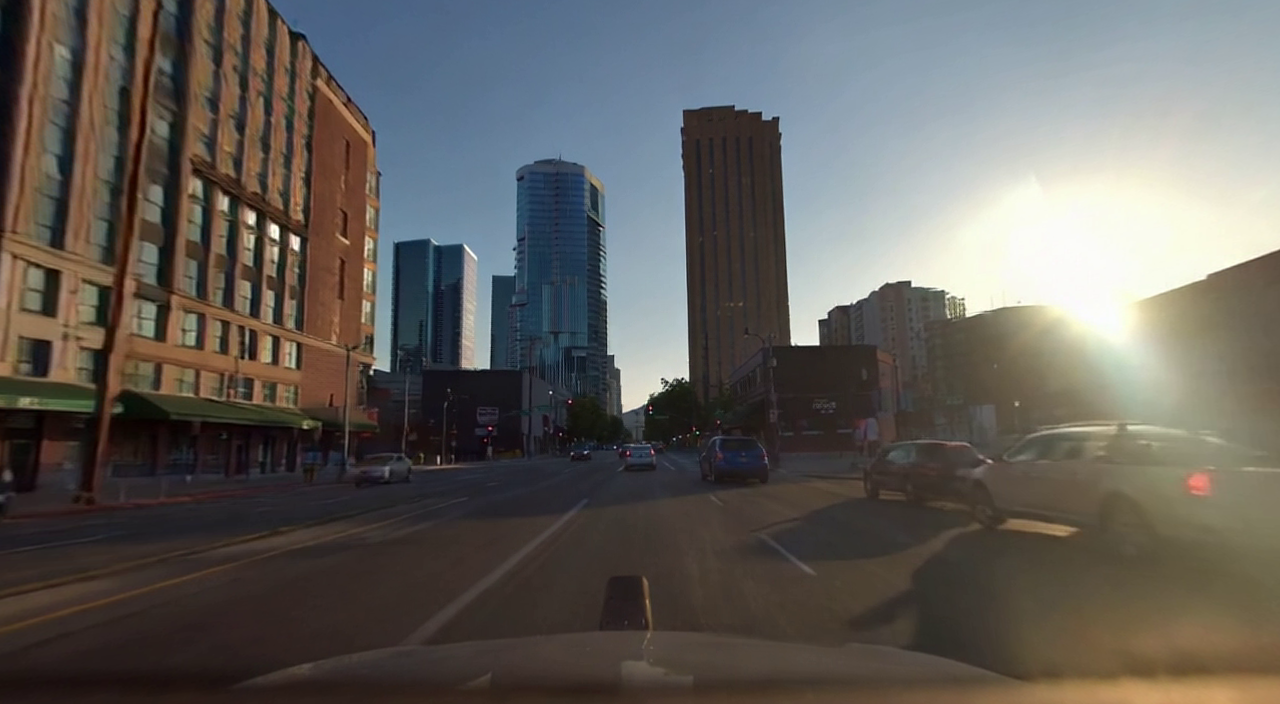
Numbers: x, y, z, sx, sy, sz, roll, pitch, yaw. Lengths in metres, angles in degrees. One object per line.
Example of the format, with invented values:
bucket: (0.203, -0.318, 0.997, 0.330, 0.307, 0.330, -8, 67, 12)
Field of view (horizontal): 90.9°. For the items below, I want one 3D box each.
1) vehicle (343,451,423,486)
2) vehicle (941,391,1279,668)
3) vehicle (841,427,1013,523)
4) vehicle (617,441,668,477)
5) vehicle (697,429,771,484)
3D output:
vehicle: (-12.299, 5.578, 30.509, 2.023, 1.496, 4.529, 0, -9, -1)
vehicle: (6.805, 1.795, 8.477, 2.440, 2.204, 6.276, -7, -6, 2)
vehicle: (6.717, 2.935, 15.491, 2.056, 1.877, 4.597, -3, -9, 1)
vehicle: (0.145, 5.064, 30.008, 2.245, 1.587, 4.094, 0, -9, 1)
vehicle: (3.611, 4.119, 25.074, 2.159, 1.938, 4.836, 0, -9, 0)
